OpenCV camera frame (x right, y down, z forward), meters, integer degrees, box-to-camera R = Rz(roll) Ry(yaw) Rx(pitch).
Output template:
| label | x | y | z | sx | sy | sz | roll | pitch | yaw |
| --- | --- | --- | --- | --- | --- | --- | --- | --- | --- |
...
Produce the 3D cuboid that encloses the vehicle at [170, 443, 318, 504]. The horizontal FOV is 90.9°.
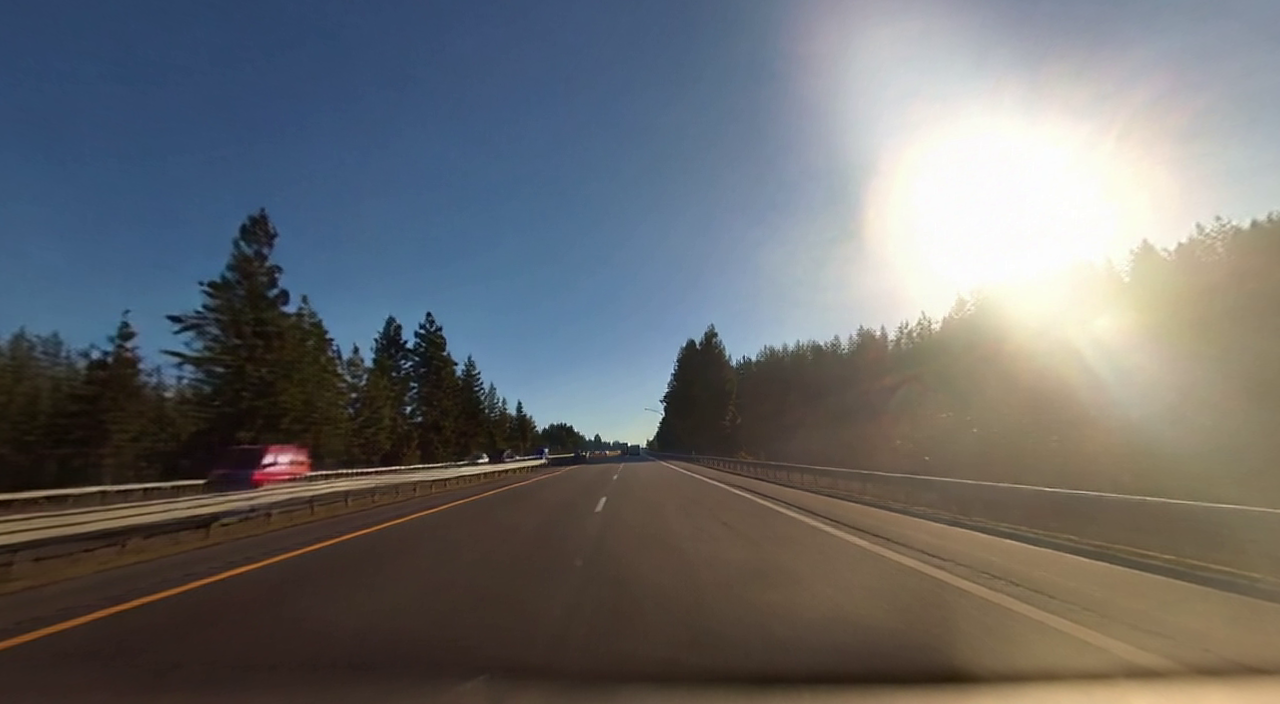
| label | x | y | z | sx | sy | sz | roll | pitch | yaw |
| --- | --- | --- | --- | --- | --- | --- | --- | --- | --- |
| vehicle | -12.421 | 3.800 | 20.192 | 1.971 | 1.698 | 4.364 | 0 | -9 | -1 |
